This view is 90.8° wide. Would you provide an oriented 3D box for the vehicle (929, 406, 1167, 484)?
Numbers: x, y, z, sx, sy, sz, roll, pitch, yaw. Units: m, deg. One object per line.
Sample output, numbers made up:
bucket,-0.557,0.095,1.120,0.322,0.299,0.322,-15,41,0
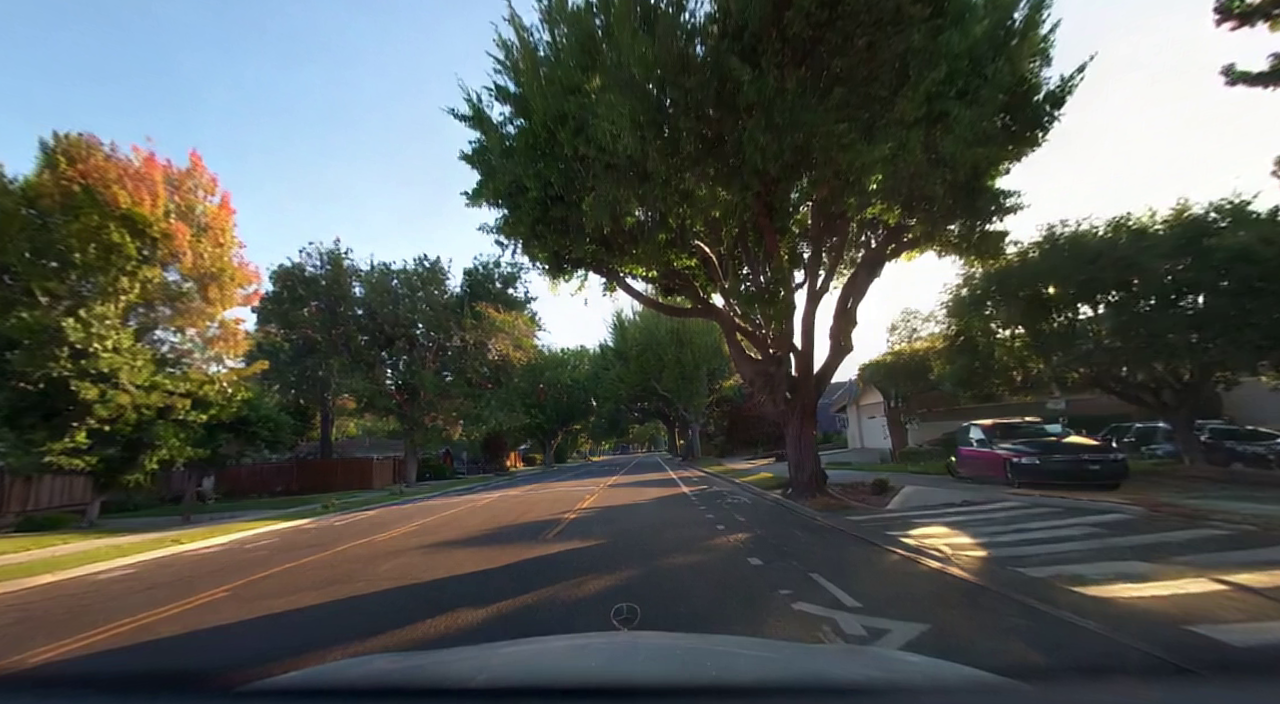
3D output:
vehicle,10.928,2.578,17.595,2.187,1.786,5.323,2,-9,-17
